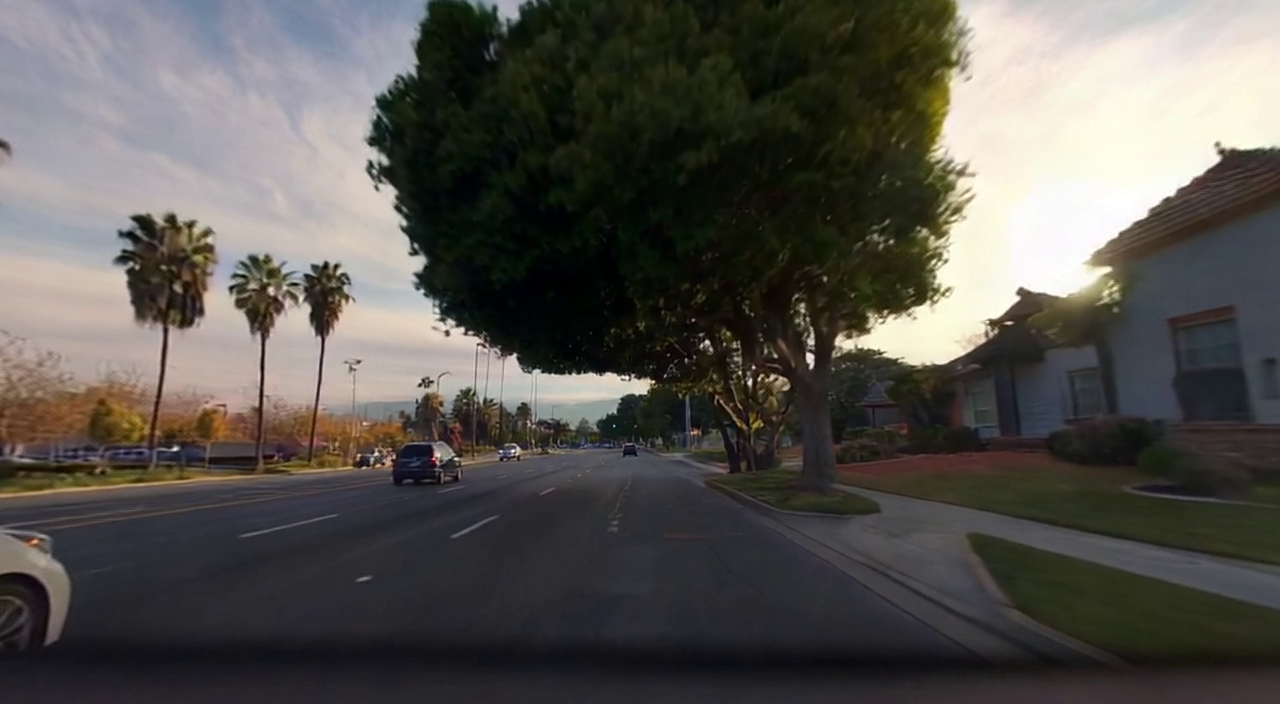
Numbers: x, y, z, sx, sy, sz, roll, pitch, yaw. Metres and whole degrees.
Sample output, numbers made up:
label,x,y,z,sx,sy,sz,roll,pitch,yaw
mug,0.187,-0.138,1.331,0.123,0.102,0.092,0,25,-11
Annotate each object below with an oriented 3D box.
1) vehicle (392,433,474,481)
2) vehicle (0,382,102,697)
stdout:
label,x,y,z,sx,sy,sz,roll,pitch,yaw
vehicle,-8.623,4.399,26.655,2.136,1.844,4.363,1,-8,-3
vehicle,-4.415,0.767,1.799,2.041,1.666,4.182,0,-8,-1
